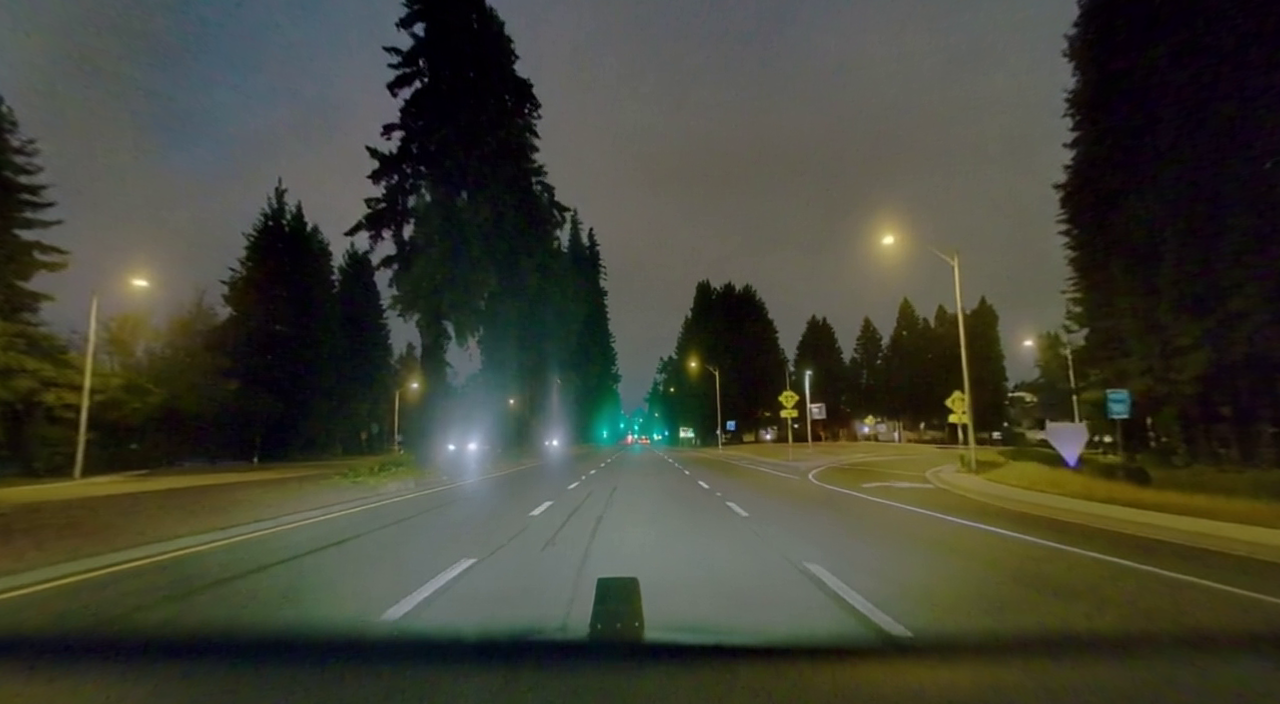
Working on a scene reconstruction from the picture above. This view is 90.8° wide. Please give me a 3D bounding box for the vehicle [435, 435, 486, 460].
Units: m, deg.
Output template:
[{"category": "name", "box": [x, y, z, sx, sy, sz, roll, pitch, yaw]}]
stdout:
[{"category": "vehicle", "box": [-12.924, 6.917, 45.837, 2.156, 1.728, 4.968, 0, -9, 1]}]
